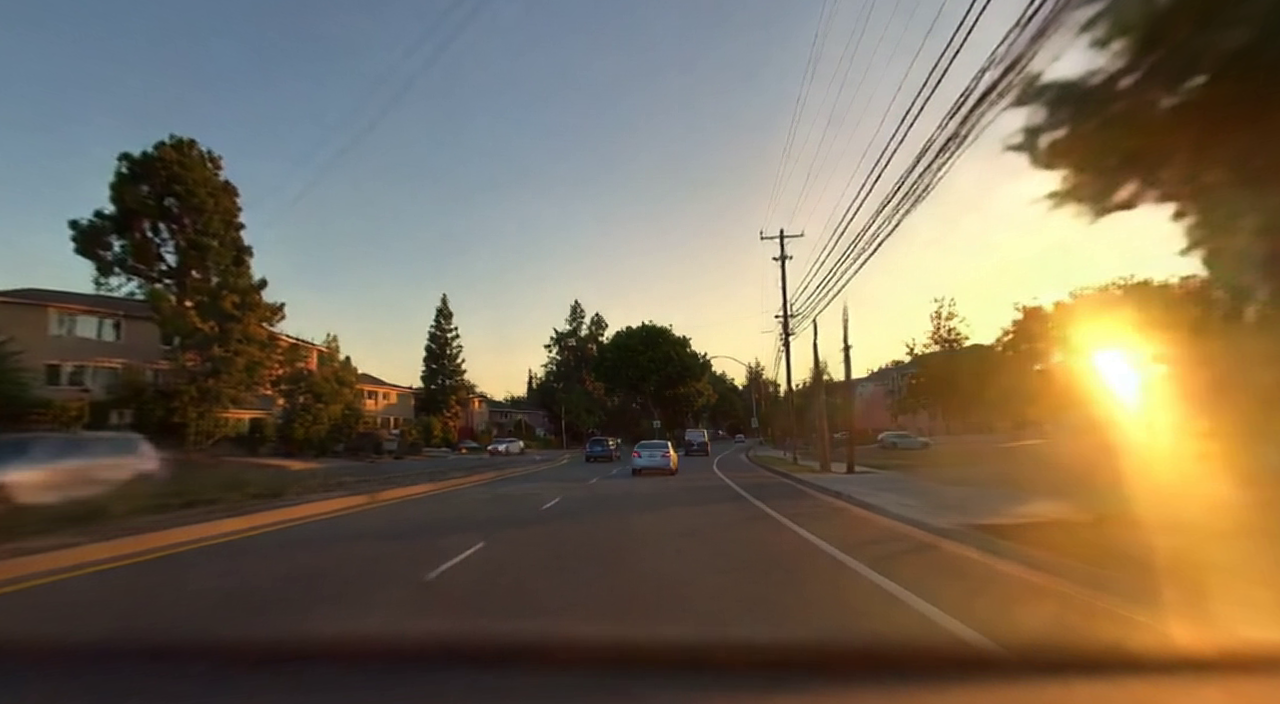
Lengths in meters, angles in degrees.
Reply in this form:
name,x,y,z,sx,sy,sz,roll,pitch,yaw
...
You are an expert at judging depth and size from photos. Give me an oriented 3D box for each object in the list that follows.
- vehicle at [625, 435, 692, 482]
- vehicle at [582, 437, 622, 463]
name,x,y,z,sx,sy,sz,roll,pitch,yaw
vehicle,0.726,3.680,22.020,2.117,1.474,4.036,-1,-9,4
vehicle,-2.260,5.985,38.593,1.983,1.485,4.159,-1,-9,4
